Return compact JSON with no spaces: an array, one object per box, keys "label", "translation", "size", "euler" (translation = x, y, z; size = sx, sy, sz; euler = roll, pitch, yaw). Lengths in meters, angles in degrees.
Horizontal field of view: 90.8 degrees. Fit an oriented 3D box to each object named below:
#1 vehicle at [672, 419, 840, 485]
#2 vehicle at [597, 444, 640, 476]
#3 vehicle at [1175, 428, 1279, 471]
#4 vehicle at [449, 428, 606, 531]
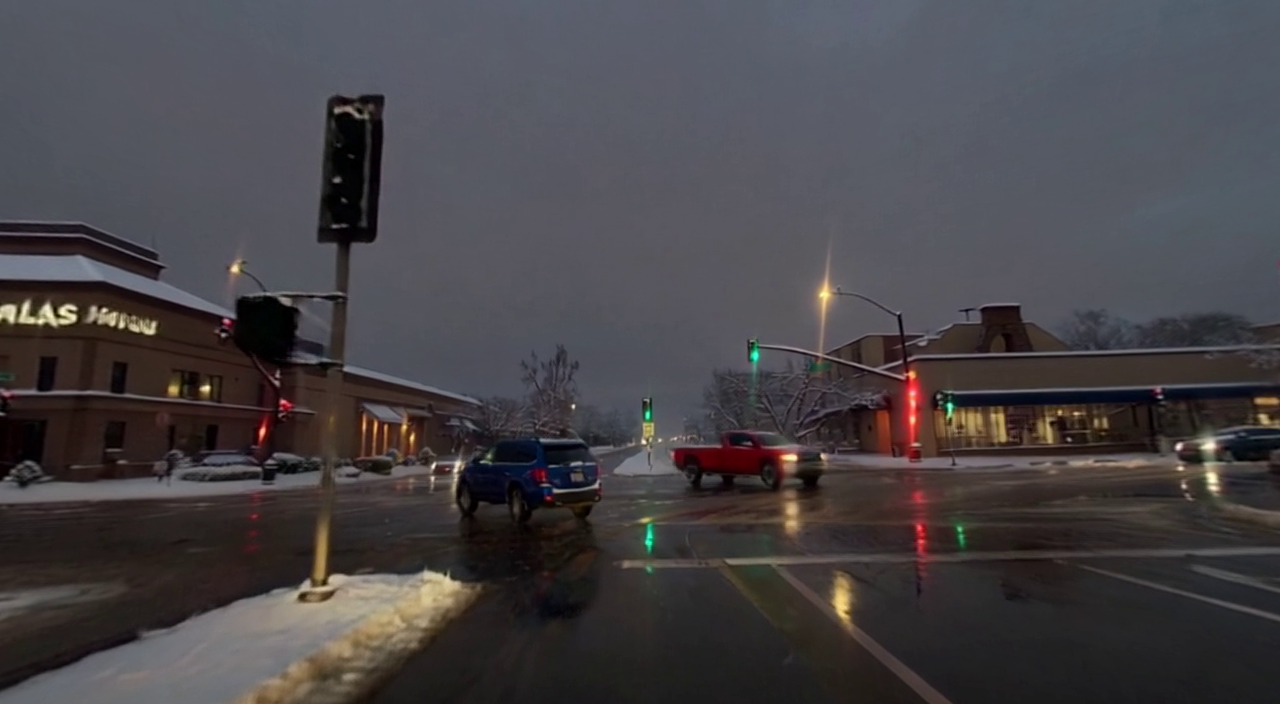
[{"label":"vehicle","translation":[4.260,3.831,24.372],"size":[2.708,2.200,5.960],"euler":[7,-11,-38]},{"label":"vehicle","translation":[-1.306,6.063,35.785],"size":[2.142,1.607,4.733],"euler":[1,-9,-6]},{"label":"vehicle","translation":[23.252,3.606,23.473],"size":[5.079,1.496,1.876],"euler":[0,-9,-3]},{"label":"vehicle","translation":[-2.578,2.595,13.510],"size":[2.238,1.762,4.445],"euler":[4,-9,-24]}]
